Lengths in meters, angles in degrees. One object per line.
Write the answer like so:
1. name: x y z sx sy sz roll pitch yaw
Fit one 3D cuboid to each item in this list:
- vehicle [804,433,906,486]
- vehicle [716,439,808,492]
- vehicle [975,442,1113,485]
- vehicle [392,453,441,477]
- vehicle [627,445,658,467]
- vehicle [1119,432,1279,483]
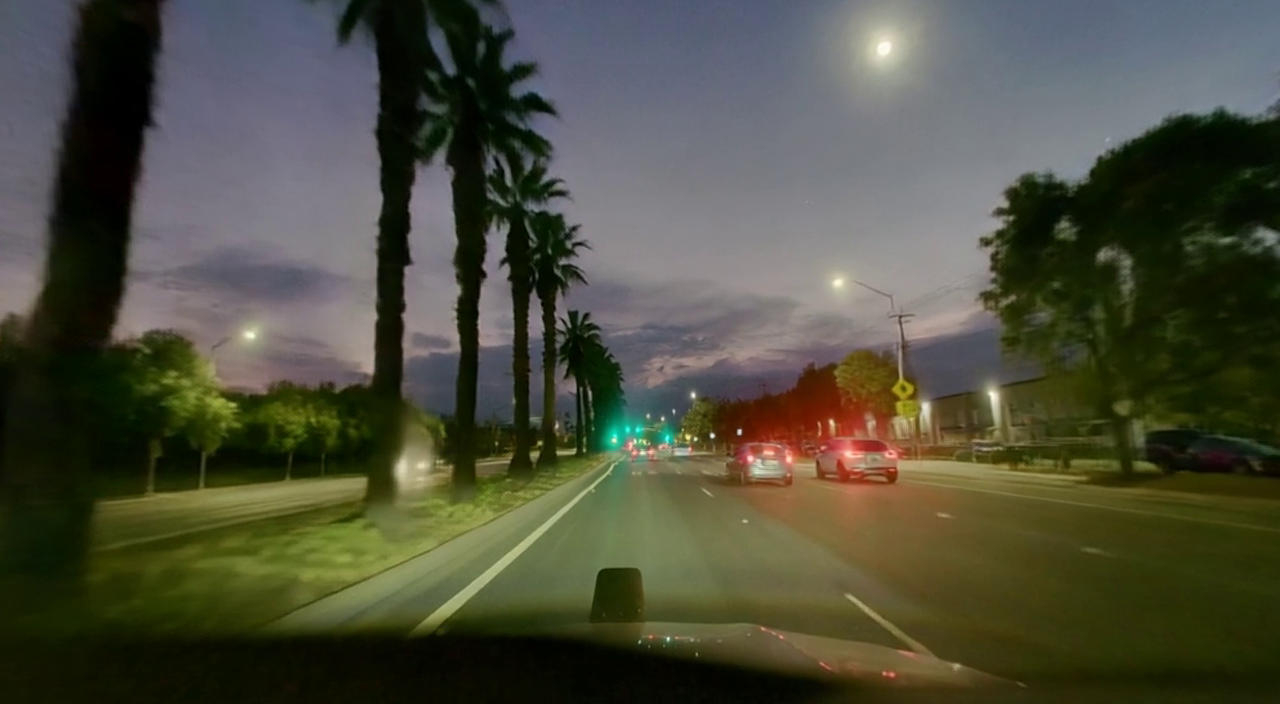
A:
1. vehicle: 7.221 3.647 21.734 1.916 1.646 4.258 0 -8 -1
2. vehicle: 3.663 3.491 19.807 1.875 1.452 4.453 0 -8 -2
3. vehicle: 15.118 4.169 24.066 2.001 1.463 4.781 0 -8 -1
4. vehicle: -16.821 8.498 47.770 1.972 1.687 4.480 0 -8 0
5. vehicle: 0.157 7.151 43.632 2.031 1.444 4.361 0 -8 -1
6. vehicle: 21.574 3.929 24.125 2.109 1.697 5.547 0 -7 -2
